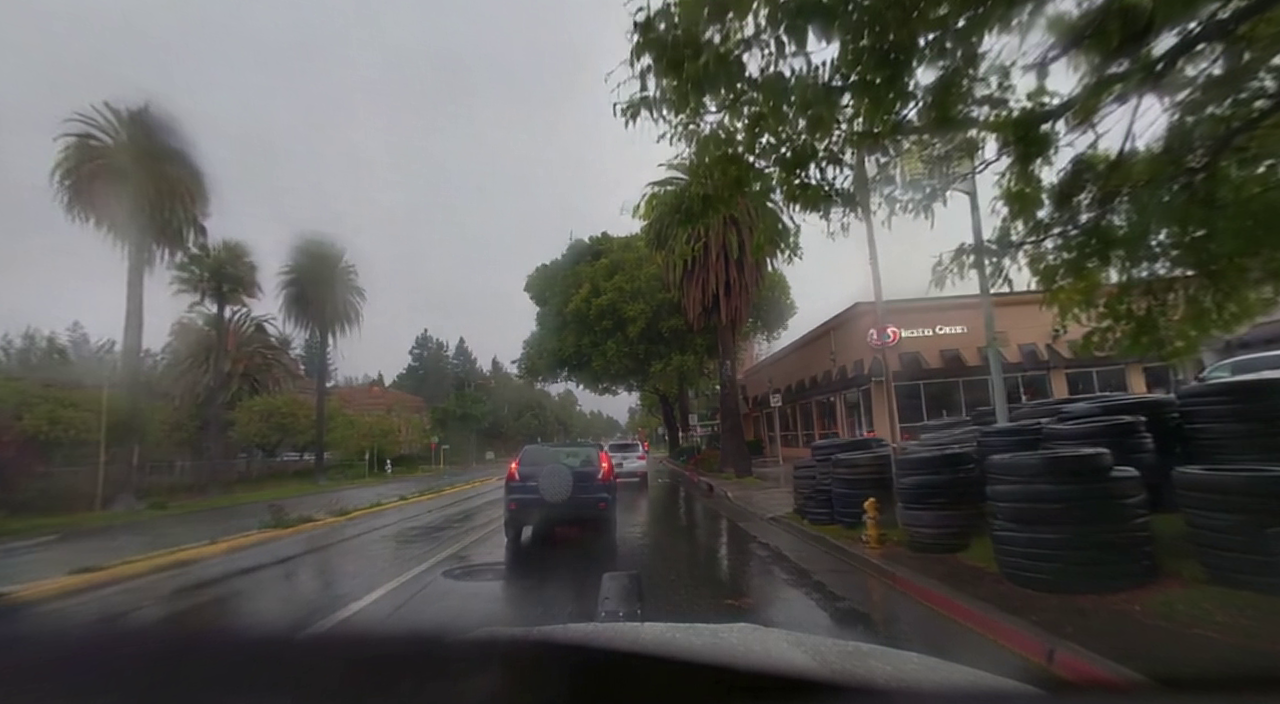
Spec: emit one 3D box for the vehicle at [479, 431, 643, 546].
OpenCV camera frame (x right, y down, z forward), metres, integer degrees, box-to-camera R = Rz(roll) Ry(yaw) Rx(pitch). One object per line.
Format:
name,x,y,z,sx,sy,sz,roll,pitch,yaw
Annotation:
vehicle,-1.102,2.116,10.466,2.169,1.495,4.048,0,-8,-2

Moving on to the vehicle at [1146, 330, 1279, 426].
vehicle,13.322,0.550,12.968,1.854,1.693,4.798,-1,-9,0
